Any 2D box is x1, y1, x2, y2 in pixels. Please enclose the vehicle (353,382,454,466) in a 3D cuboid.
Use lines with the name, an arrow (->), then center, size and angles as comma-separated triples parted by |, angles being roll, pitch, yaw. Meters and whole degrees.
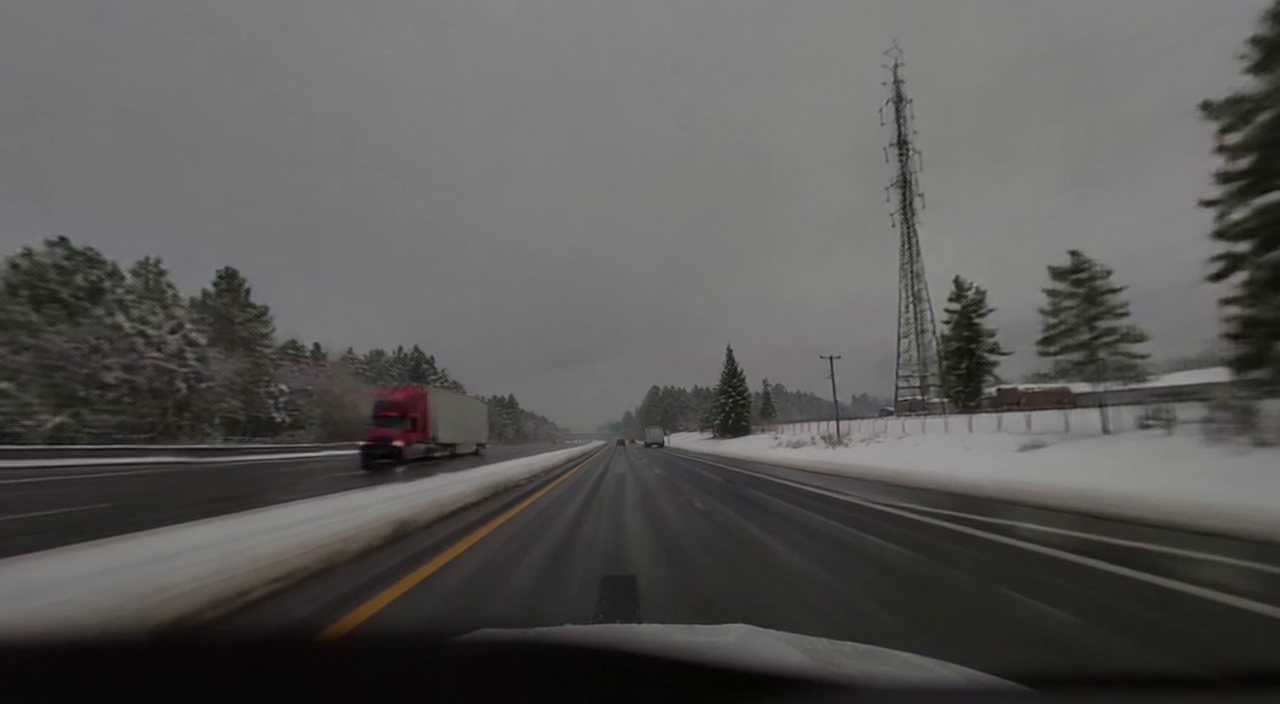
vehicle -> -12.059, 3.795, 32.763 | 3.046, 3.958, 5.794 | 0, -8, -2
